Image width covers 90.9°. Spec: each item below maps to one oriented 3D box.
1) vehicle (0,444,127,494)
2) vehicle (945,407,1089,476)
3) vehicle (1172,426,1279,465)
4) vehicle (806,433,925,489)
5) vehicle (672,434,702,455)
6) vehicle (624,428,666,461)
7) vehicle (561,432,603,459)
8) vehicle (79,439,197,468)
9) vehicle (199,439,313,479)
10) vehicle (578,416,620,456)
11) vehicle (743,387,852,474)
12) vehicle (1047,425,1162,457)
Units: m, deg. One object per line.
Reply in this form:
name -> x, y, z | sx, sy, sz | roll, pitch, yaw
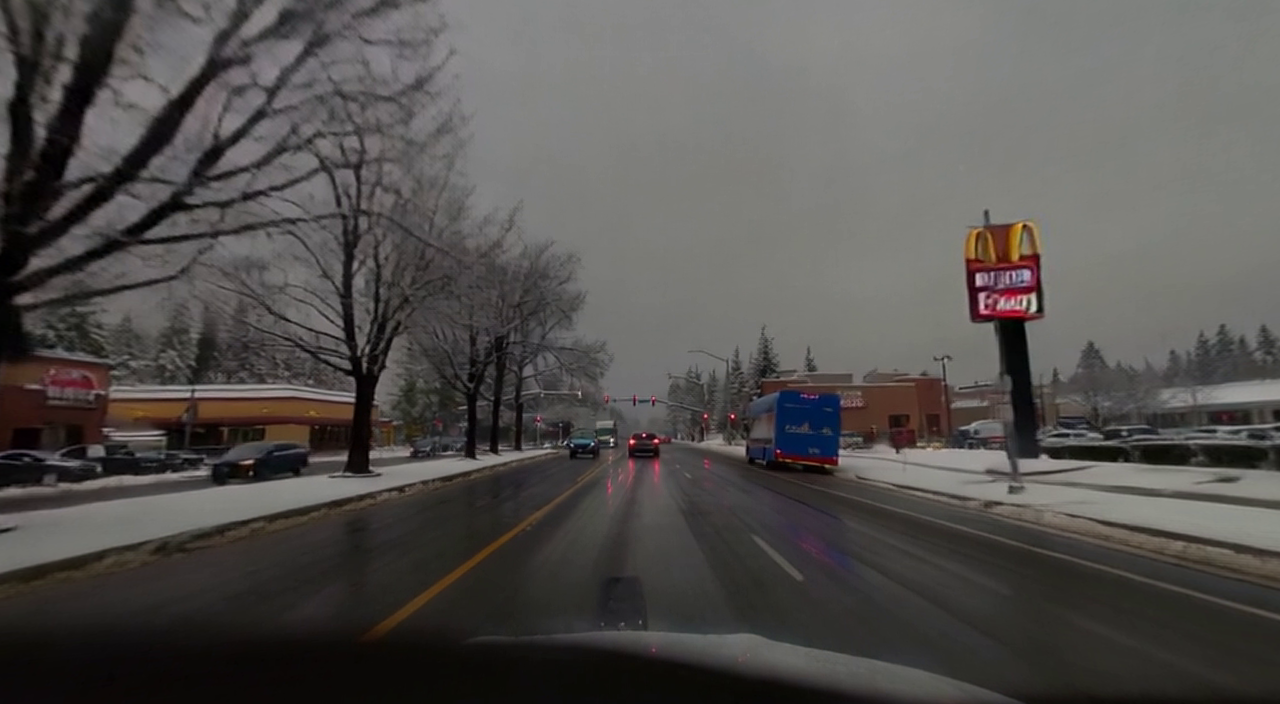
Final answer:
vehicle -> -22.733, 4.382, 24.089 | 1.936, 1.654, 4.857 | -1, -8, 4
vehicle -> 13.744, 3.238, 22.891 | 5.354, 2.214, 2.504 | 6, -10, -37
vehicle -> 26.124, 4.006, 27.105 | 4.545, 1.571, 1.769 | -5, -9, 26
vehicle -> 6.720, 3.280, 19.392 | 1.980, 1.473, 4.537 | -1, -8, 0
vehicle -> 3.608, 7.181, 48.993 | 2.075, 1.540, 4.411 | -1, -8, 1
vehicle -> 0.284, 5.179, 35.392 | 2.209, 1.718, 4.008 | -1, -8, 1
vehicle -> -3.400, 5.593, 37.815 | 2.008, 1.500, 4.369 | -1, -8, 1
vehicle -> -29.343, 5.936, 37.148 | 1.971, 1.578, 5.304 | -2, -8, 11
vehicle -> -15.693, 4.371, 26.084 | 1.836, 1.464, 4.440 | -1, -8, 1
vehicle -> -3.081, 6.561, 48.966 | 2.715, 2.791, 7.171 | -1, -8, 1
vehicle -> 6.824, 3.628, 28.708 | 2.891, 3.361, 7.843 | 0, -8, 0
vehicle -> 29.542, 5.713, 40.369 | 5.568, 1.930, 2.081 | -5, -9, 29
